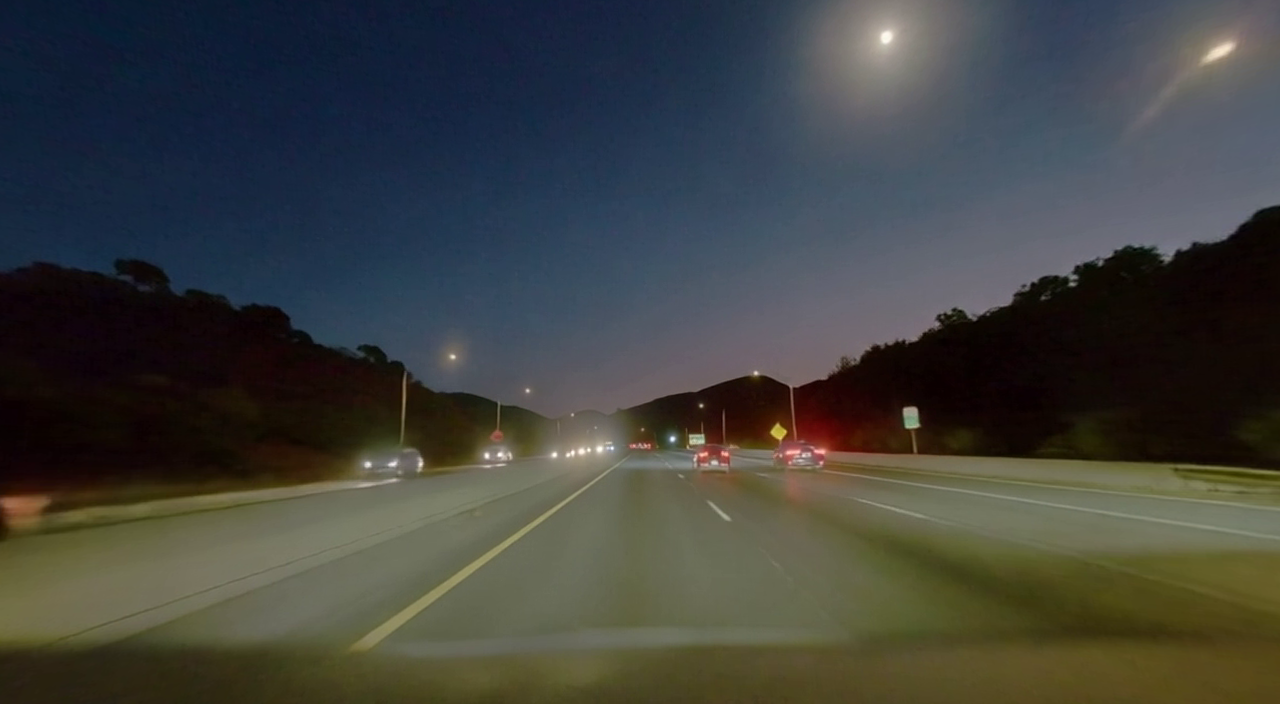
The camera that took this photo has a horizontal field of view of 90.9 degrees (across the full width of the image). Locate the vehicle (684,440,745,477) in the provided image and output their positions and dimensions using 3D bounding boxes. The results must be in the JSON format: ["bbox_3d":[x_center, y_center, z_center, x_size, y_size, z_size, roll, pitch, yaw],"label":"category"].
[{"bbox_3d":[3.027,4.460,26.669,2.044,1.444,4.216,0,-8,0],"label":"vehicle"}]

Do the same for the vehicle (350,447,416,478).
[{"bbox_3d":[-15.266,6.569,37.721,1.967,1.691,4.497,0,-8,1],"label":"vehicle"}]
